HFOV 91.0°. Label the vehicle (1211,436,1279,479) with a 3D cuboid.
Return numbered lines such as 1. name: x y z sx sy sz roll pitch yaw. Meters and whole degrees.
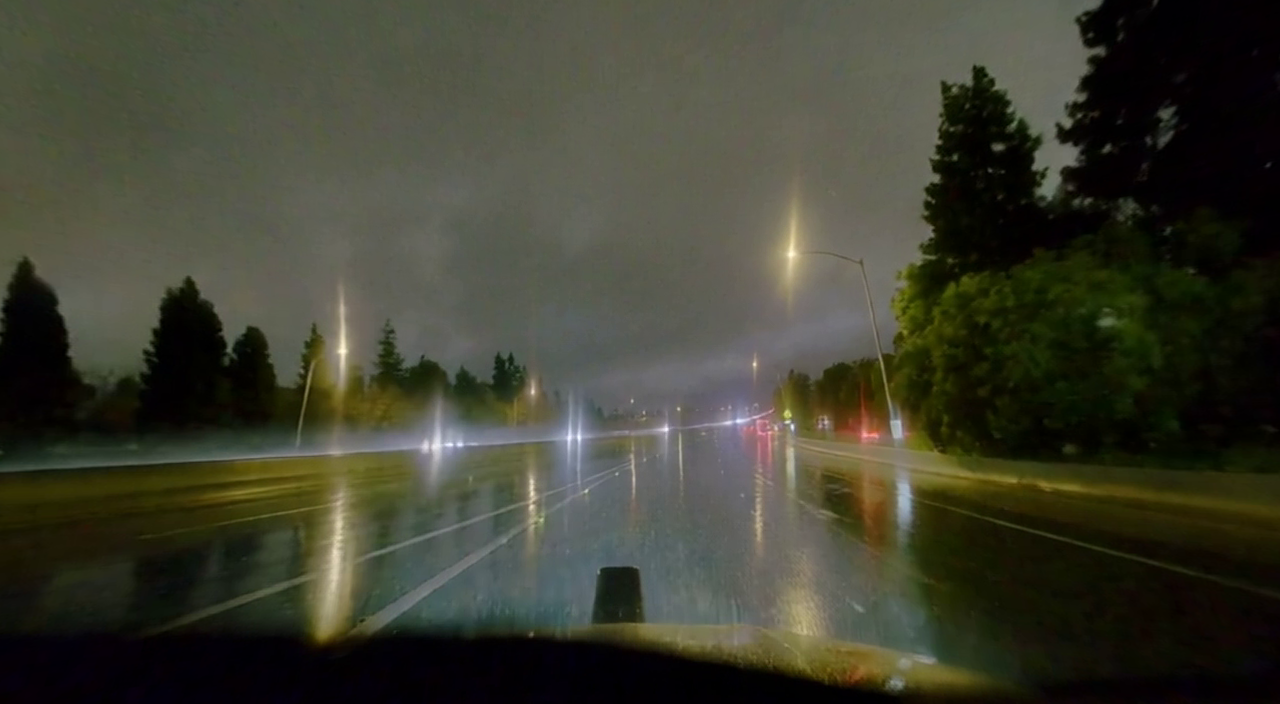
1. vehicle: 35.909 5.961 35.717 2.193 2.281 5.602 -2 -10 8
